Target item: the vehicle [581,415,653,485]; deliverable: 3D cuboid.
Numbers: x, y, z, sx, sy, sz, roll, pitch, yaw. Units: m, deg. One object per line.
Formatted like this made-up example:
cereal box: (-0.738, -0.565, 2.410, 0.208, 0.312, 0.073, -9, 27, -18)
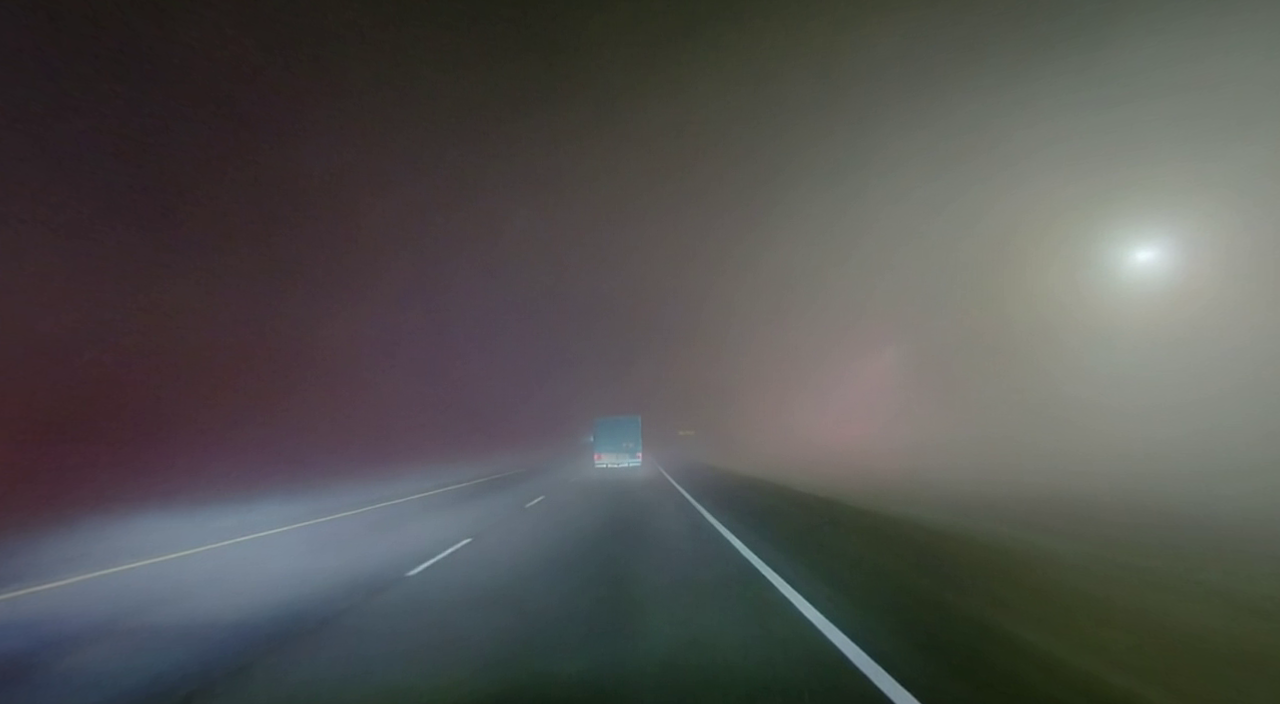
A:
vehicle: (-0.743, 3.422, 22.229, 2.248, 2.154, 4.892, 0, -8, -1)
